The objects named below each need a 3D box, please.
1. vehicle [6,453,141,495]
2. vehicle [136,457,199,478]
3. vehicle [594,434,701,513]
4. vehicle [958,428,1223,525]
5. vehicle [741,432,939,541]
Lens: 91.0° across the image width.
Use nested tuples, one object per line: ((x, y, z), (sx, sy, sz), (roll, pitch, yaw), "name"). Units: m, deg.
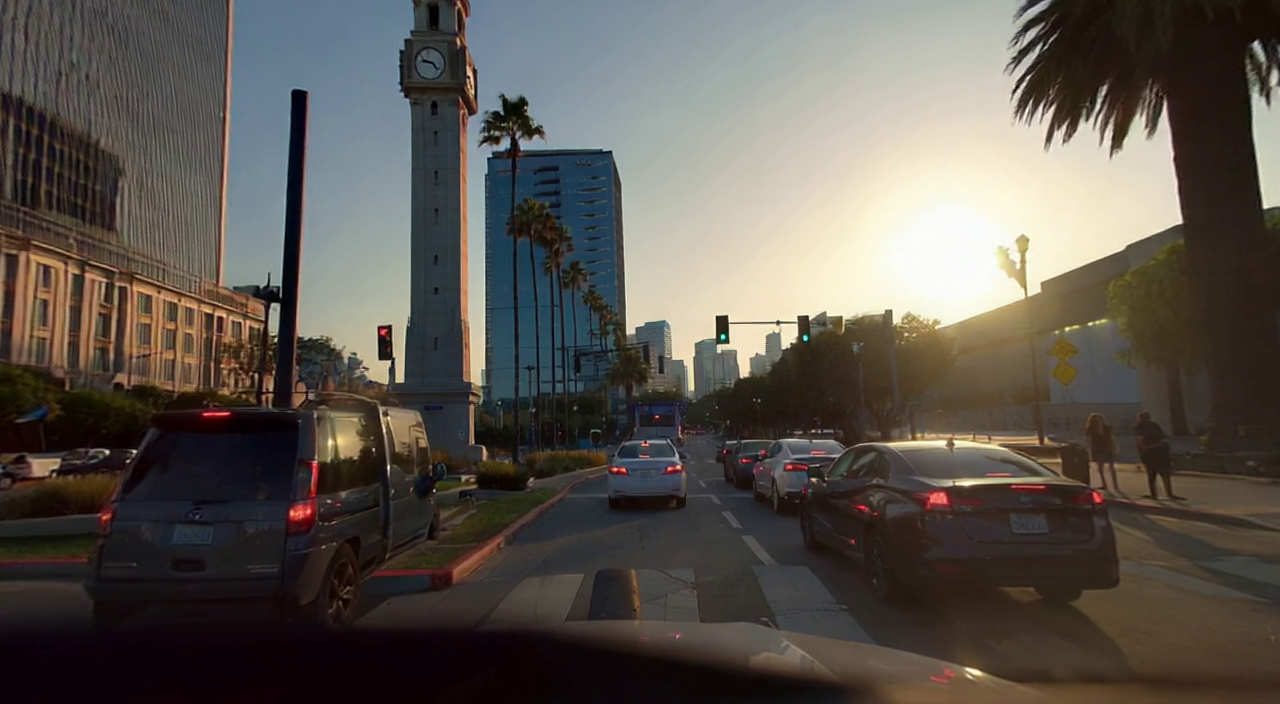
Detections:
((-26.696, 5.723, 29.957), (2.105, 1.793, 4.812), (0, -9, -3), "vehicle")
((-36.836, 8.984, 49.209), (1.700, 1.527, 4.445), (1, -9, -4), "vehicle")
((0.179, 2.611, 13.983), (2.048, 1.503, 3.681), (0, -9, 1), "vehicle")
((8.175, 2.276, 12.060), (1.859, 1.508, 4.259), (0, -9, -1), "vehicle")
((3.090, 2.166, 10.846), (1.913, 1.469, 4.425), (0, -9, -1), "vehicle")
